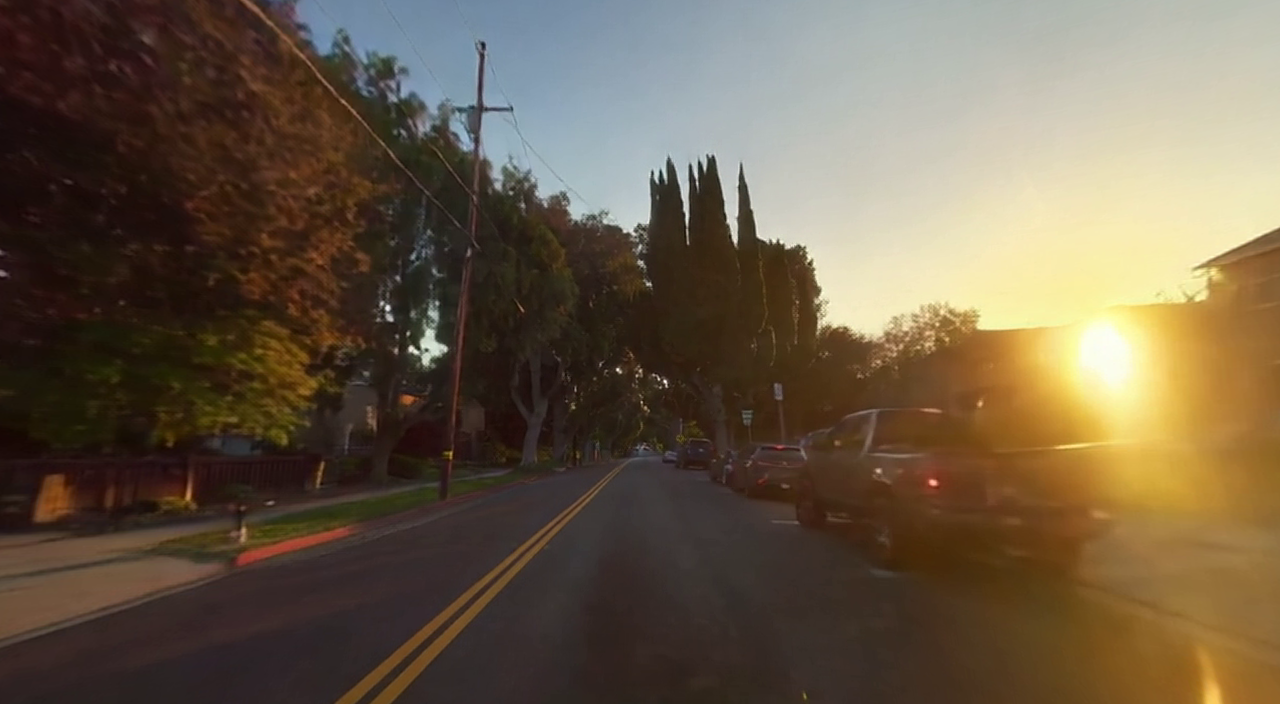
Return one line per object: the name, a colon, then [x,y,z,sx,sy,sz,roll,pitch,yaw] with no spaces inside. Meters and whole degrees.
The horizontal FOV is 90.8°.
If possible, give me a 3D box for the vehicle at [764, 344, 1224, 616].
vehicle: [3.246,1.381,7.746,2.347,2.070,5.735,0,-8,1]
